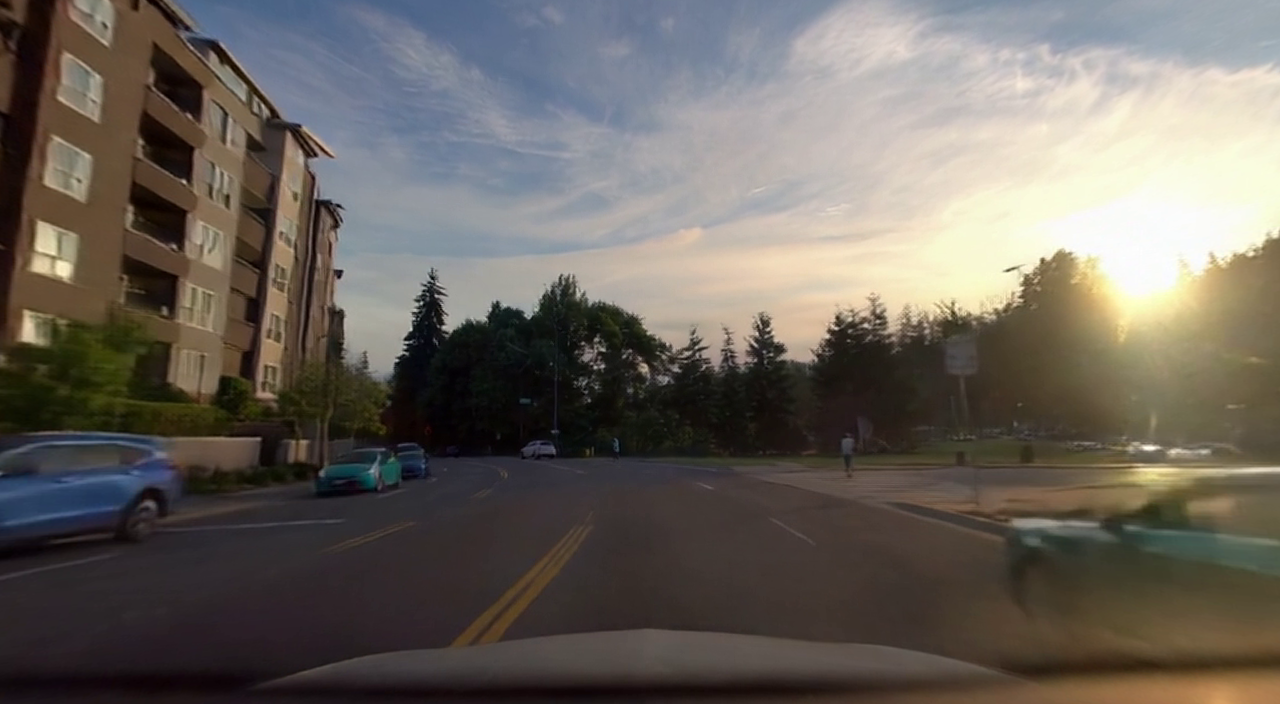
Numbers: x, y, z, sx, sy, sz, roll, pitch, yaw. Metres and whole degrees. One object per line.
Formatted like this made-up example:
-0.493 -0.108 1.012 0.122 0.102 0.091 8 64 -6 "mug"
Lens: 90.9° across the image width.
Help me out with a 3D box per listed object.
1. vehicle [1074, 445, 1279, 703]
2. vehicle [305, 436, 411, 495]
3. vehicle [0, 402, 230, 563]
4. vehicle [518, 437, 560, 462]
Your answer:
3.101 1.042 2.173 1.559 1.351 2.452 2 -10 5 "vehicle"
-8.966 3.606 20.484 1.994 1.697 4.436 2 -8 -9 "vehicle"
-8.510 1.811 8.694 2.347 1.846 4.915 -5 -9 2 "vehicle"
-7.762 7.412 48.230 2.000 1.809 4.405 4 -9 -24 "vehicle"
